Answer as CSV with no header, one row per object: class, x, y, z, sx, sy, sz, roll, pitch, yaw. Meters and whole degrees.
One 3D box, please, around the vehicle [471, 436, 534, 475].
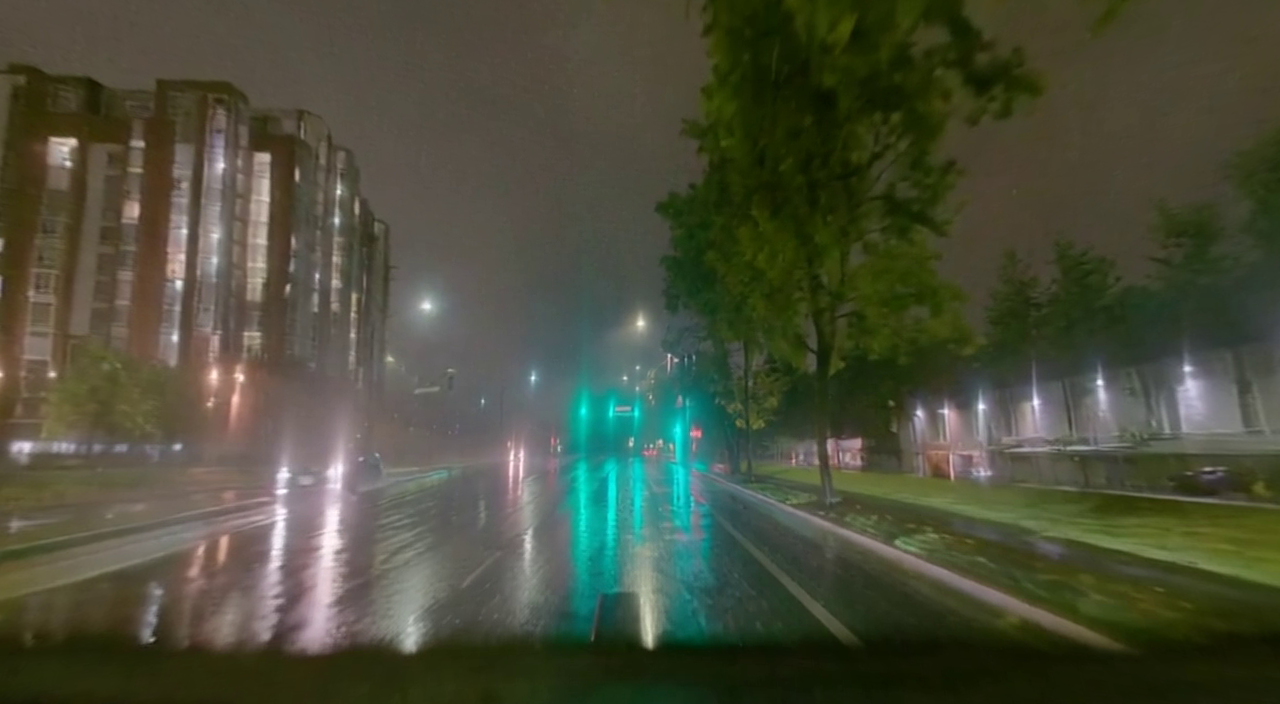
vehicle,-6.545,4.986,30.537,2.076,1.724,4.188,0,-9,0
